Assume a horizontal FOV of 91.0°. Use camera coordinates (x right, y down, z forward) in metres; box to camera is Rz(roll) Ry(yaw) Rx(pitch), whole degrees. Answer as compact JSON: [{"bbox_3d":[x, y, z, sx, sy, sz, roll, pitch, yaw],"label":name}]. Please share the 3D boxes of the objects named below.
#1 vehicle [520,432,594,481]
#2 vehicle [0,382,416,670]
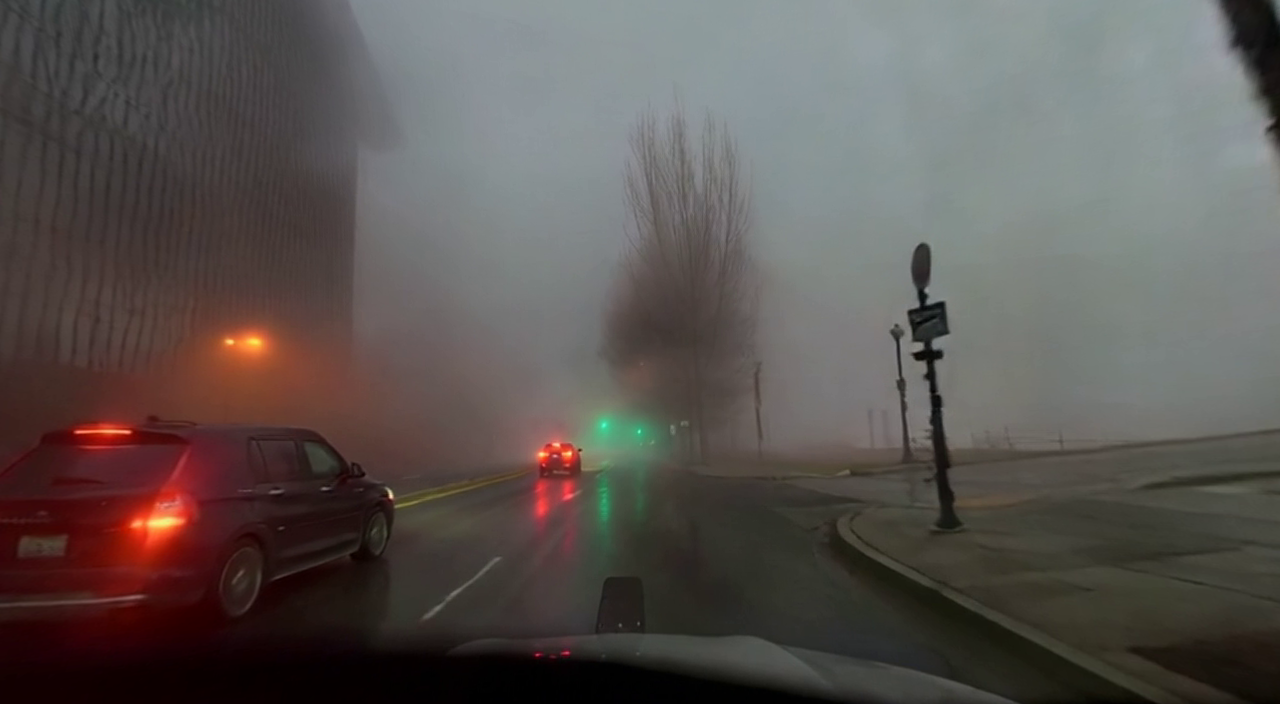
[{"bbox_3d":[-3.408,4.439,26.967,2.384,1.849,5.009,0,-9,1],"label":"vehicle"},{"bbox_3d":[-4.181,1.401,6.210,2.169,1.741,4.588,0,-9,1],"label":"vehicle"}]
